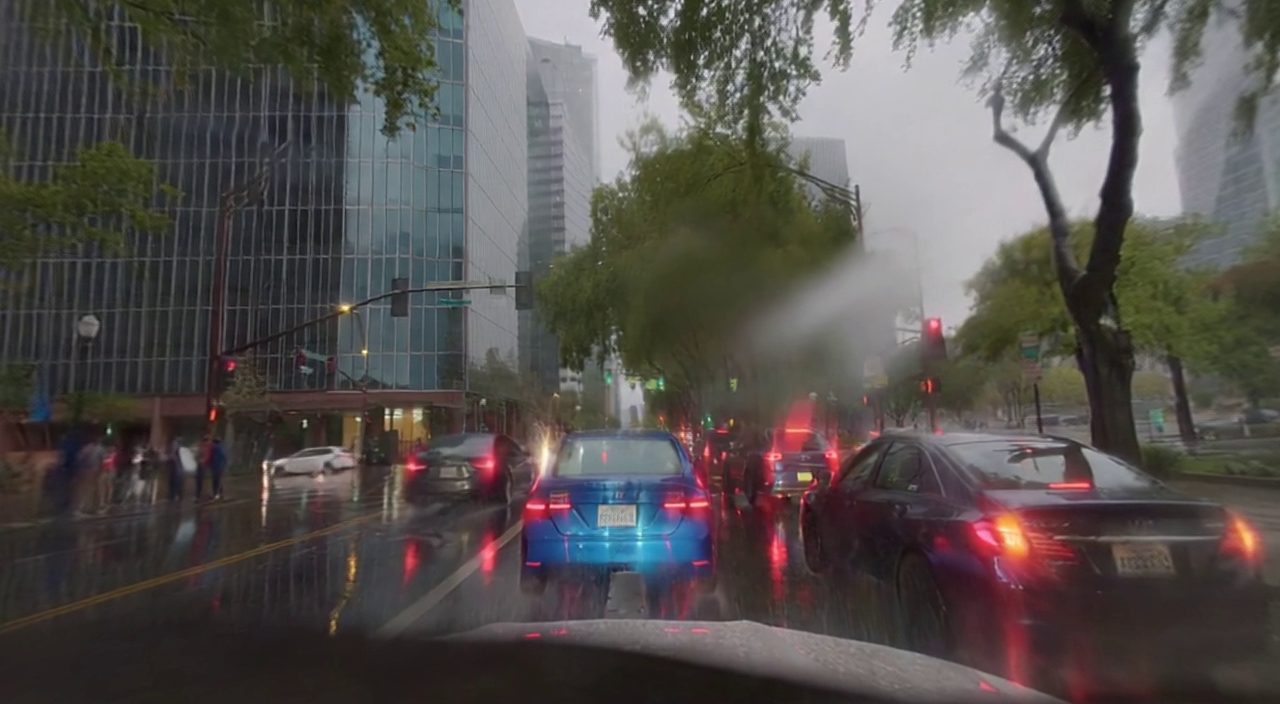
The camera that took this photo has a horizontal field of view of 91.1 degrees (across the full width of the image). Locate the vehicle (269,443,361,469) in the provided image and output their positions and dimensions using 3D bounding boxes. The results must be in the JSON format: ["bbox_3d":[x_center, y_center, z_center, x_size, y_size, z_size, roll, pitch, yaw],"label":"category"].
[{"bbox_3d":[-19.339,6.155,37.345,4.648,1.496,1.971,-2,-9,15],"label":"vehicle"}]

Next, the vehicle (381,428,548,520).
[{"bbox_3d":[-3.238,2.338,12.617,2.068,1.513,4.221,0,-8,1],"label":"vehicle"}]

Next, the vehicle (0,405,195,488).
[{"bbox_3d":[-26.247,4.347,29.063,8.989,3.623,2.884,0,-8,1],"label":"vehicle"}]

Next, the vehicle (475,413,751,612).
[{"bbox_3d":[-0.260,1.507,6.828,2.072,1.476,4.078,0,-8,-2],"label":"vehicle"}]

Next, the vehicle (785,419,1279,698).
[{"bbox_3d":[2.756,1.405,5.487,1.952,1.464,4.165,0,-8,-1],"label":"vehicle"}]
